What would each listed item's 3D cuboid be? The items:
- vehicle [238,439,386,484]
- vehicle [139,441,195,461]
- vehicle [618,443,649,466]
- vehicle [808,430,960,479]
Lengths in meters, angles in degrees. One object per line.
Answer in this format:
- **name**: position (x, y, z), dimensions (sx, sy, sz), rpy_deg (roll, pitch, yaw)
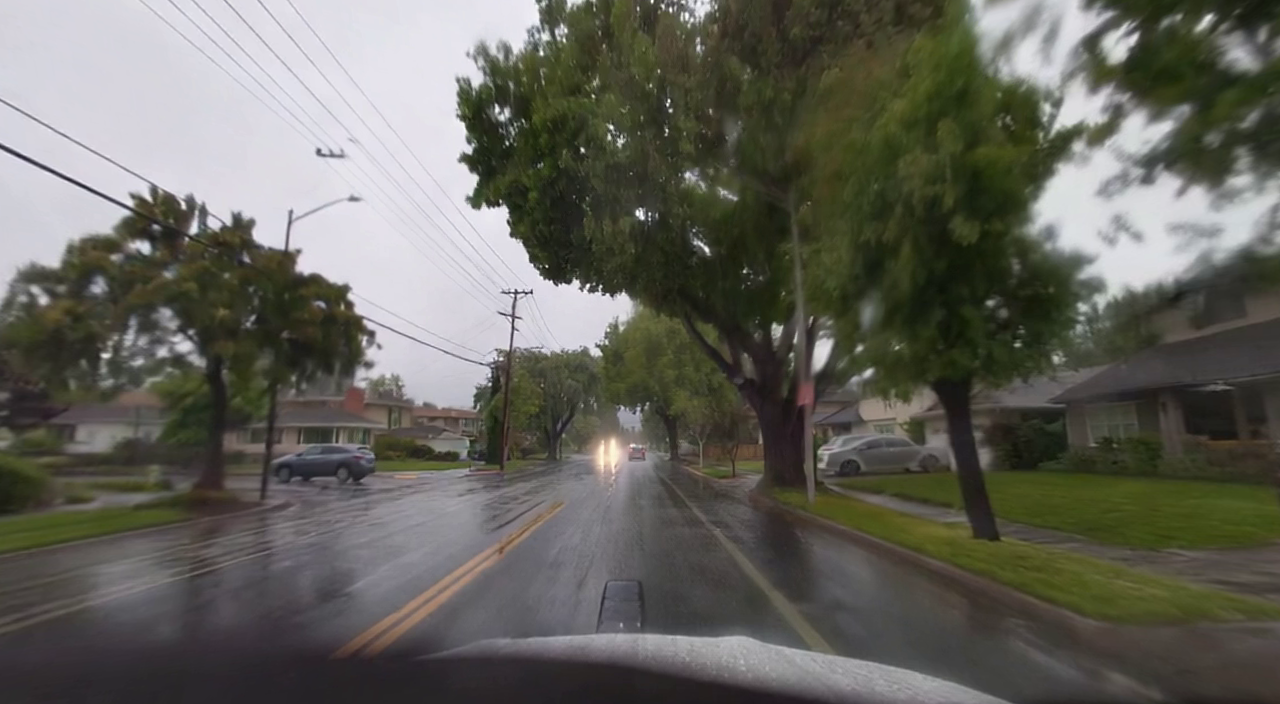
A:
- **vehicle**: position (-14.383, 4.826, 27.954), dimensions (5.217, 1.866, 2.342), rpy_deg (0, -9, 1)
- **vehicle**: position (-35.079, 7.359, 46.931), dimensions (1.533, 1.417, 3.342), rpy_deg (0, -9, 1)
- **vehicle**: position (-0.487, 7.985, 49.445), dimensions (2.303, 1.747, 4.679), rpy_deg (0, -8, 0)
- **vehicle**: position (8.993, 3.840, 23.750), dimensions (4.953, 1.704, 1.952), rpy_deg (-1, -9, 10)
